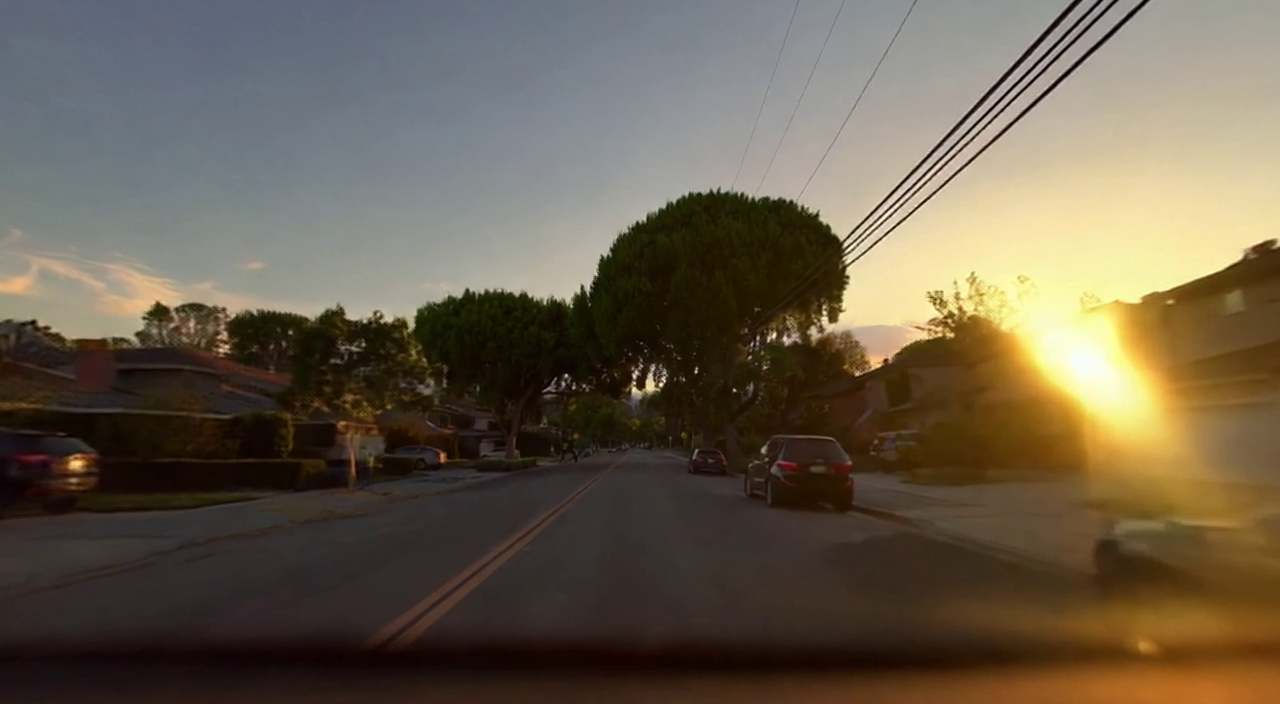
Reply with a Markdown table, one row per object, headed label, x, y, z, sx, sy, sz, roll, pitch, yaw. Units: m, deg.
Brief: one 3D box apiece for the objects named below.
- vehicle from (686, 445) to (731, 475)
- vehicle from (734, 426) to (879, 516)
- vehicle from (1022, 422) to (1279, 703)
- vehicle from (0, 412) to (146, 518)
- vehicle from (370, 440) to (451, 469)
| label | x | y | z | sx | sy | sz | roll | pitch | yaw |
| --- | --- | --- | --- | --- | --- | --- | --- | --- | --- |
| vehicle | 3.694 | 5.890 | 34.714 | 1.897 | 1.521 | 4.835 | 0 | -9 | -1 |
| vehicle | 3.737 | 2.777 | 15.231 | 2.039 | 1.780 | 4.884 | 0 | -9 | -2 |
| vehicle | 3.802 | 0.988 | 2.271 | 1.949 | 1.505 | 4.483 | 0 | -9 | -1 |
| vehicle | -14.469 | 2.406 | 13.589 | 5.707 | 2.050 | 2.260 | -1 | -9 | 2 |
| vehicle | -15.742 | 7.050 | 43.351 | 4.882 | 1.777 | 2.025 | -2 | -9 | -2 |
